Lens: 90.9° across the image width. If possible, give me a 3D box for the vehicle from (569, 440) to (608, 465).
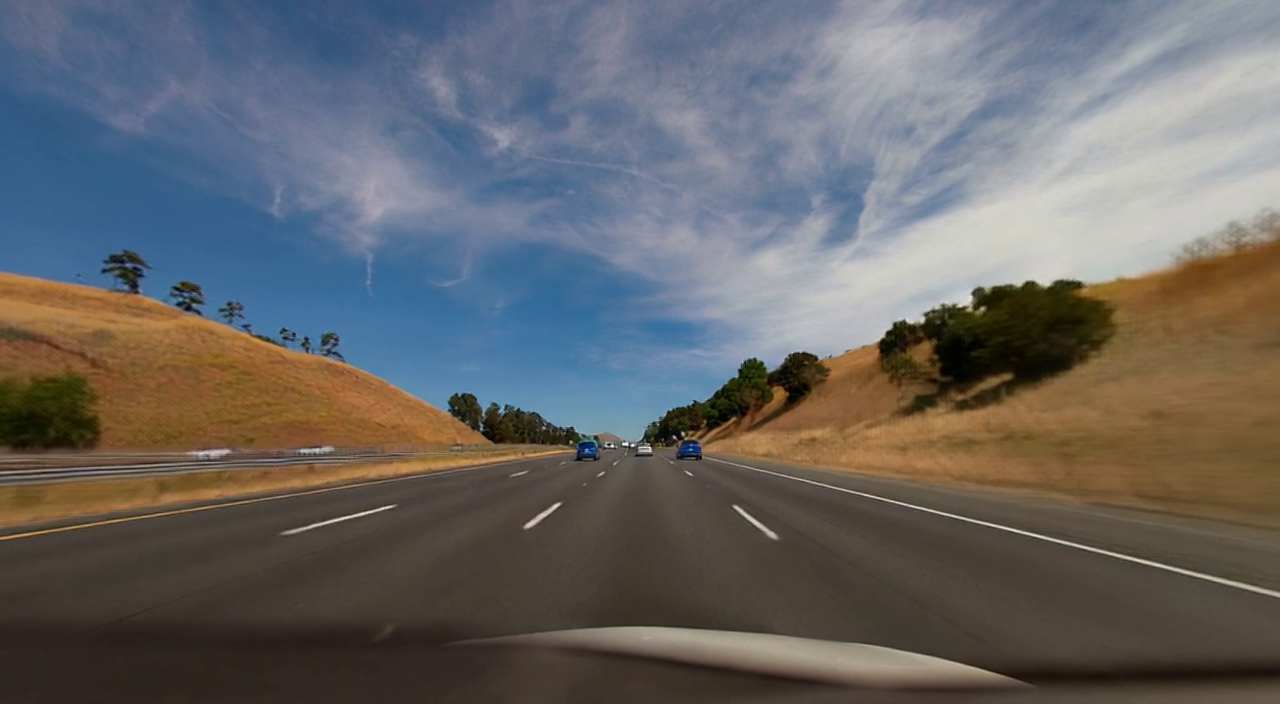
[{"bbox_3d":[-3.381,6.690,42.032,2.159,1.562,4.441,0,-8,1],"label":"vehicle"}]
